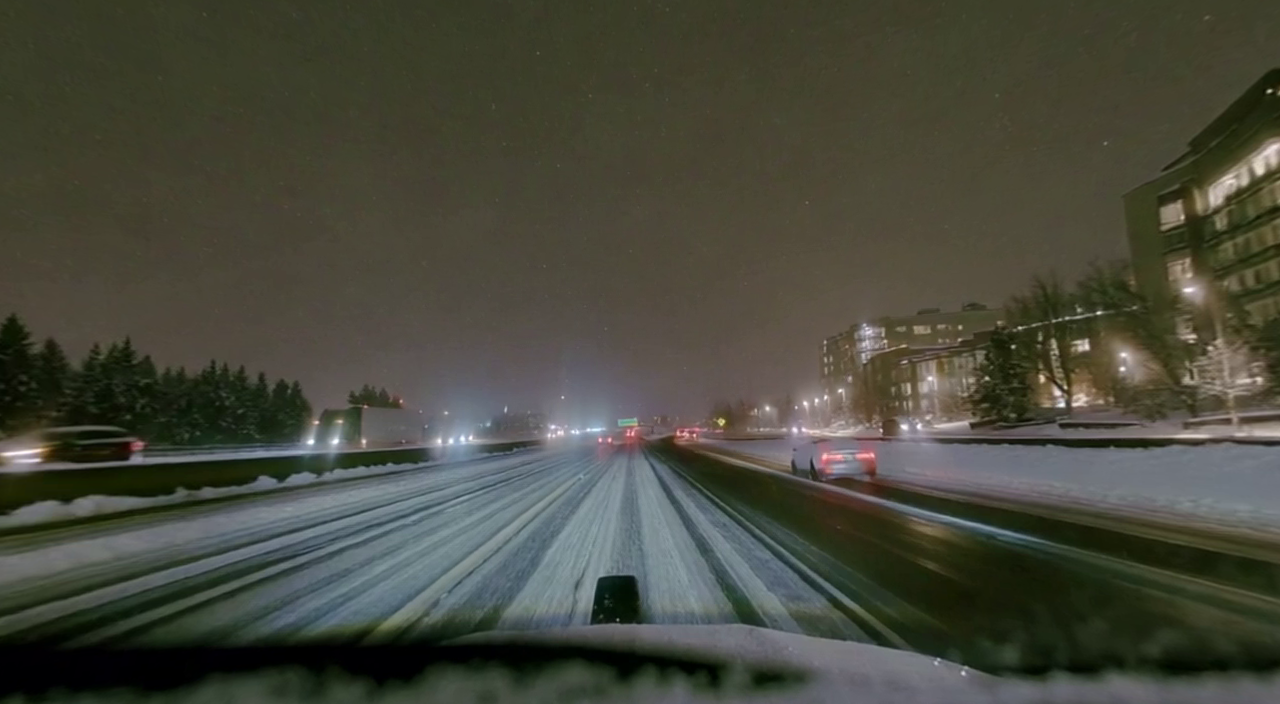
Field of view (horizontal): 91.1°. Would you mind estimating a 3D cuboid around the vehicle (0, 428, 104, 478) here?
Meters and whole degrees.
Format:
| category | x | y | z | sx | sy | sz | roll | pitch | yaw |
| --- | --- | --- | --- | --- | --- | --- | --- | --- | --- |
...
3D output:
| category | x | y | z | sx | sy | sz | roll | pitch | yaw |
| --- | --- | --- | --- | --- | --- | --- | --- | --- | --- |
| vehicle | -20.945 | 3.381 | 21.220 | 1.909 | 1.541 | 4.261 | 0 | -8 | 0 |
